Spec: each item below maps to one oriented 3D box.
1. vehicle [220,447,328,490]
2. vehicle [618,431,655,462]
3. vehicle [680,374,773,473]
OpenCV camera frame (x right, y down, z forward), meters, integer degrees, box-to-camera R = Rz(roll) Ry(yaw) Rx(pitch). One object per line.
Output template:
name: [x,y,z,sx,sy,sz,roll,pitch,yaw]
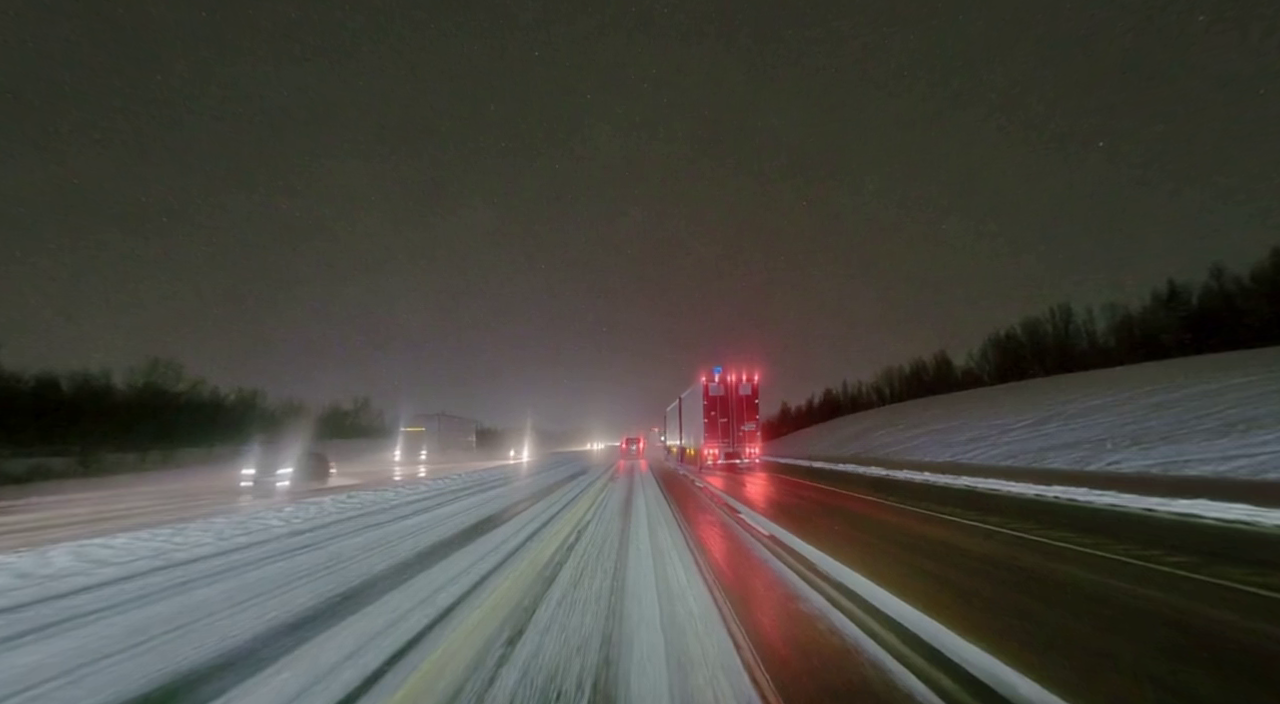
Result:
vehicle: [-14.816,4.711,25.756,2.059,1.535,3.963,0,-8,-1]
vehicle: [-0.311,6.641,44.299,2.456,2.007,4.728,0,-8,-2]
vehicle: [3.733,3.451,29.527,2.967,3.961,8.660,0,-8,-1]
